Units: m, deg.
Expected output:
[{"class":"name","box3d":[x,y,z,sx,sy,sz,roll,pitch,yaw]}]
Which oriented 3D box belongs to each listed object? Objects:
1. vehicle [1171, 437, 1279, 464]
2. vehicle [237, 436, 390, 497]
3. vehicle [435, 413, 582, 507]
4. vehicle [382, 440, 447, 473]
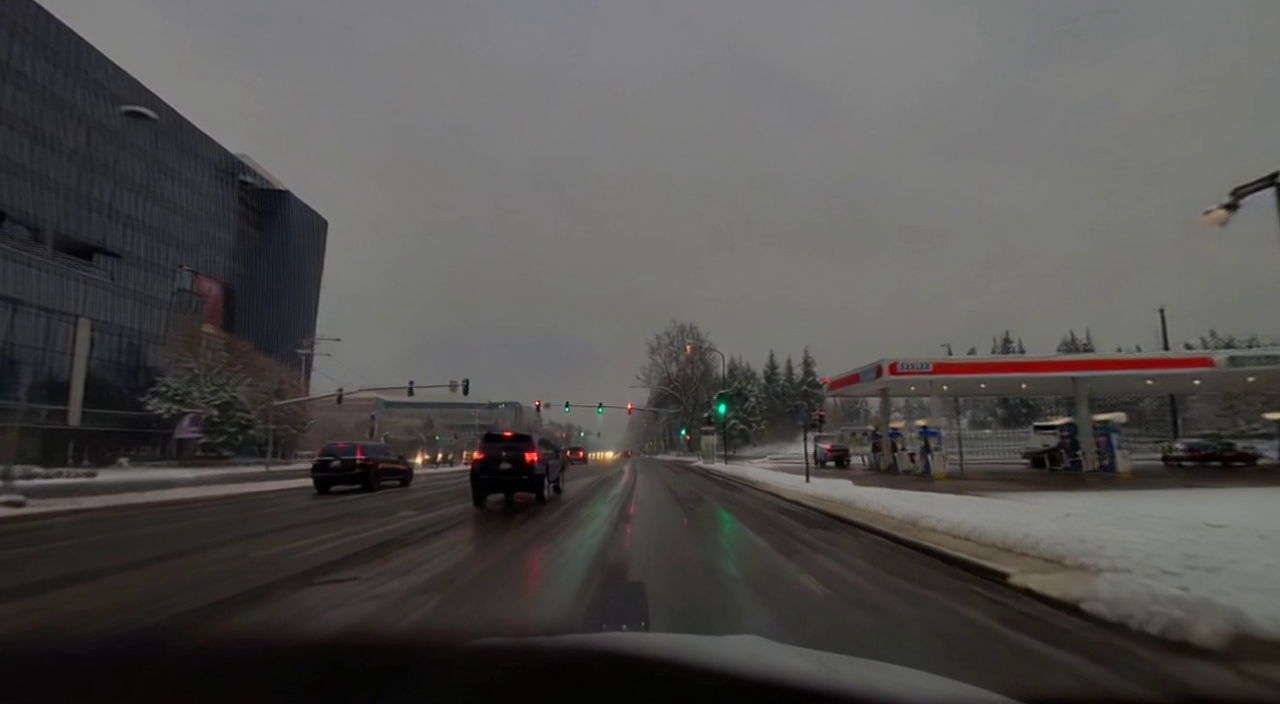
[{"class":"vehicle","box3d":[43.528,7.304,46.883,5.651,1.907,2.097,-3,-9,17]},{"class":"vehicle","box3d":[-9.365,3.300,18.638,1.965,1.541,4.718,0,-8,1]},{"class":"vehicle","box3d":[-3.275,2.916,17.522,2.602,2.091,6.347,0,-8,1]},{"class":"vehicle","box3d":[-11.933,5.555,33.663,1.875,1.624,4.151,0,-8,1]}]
